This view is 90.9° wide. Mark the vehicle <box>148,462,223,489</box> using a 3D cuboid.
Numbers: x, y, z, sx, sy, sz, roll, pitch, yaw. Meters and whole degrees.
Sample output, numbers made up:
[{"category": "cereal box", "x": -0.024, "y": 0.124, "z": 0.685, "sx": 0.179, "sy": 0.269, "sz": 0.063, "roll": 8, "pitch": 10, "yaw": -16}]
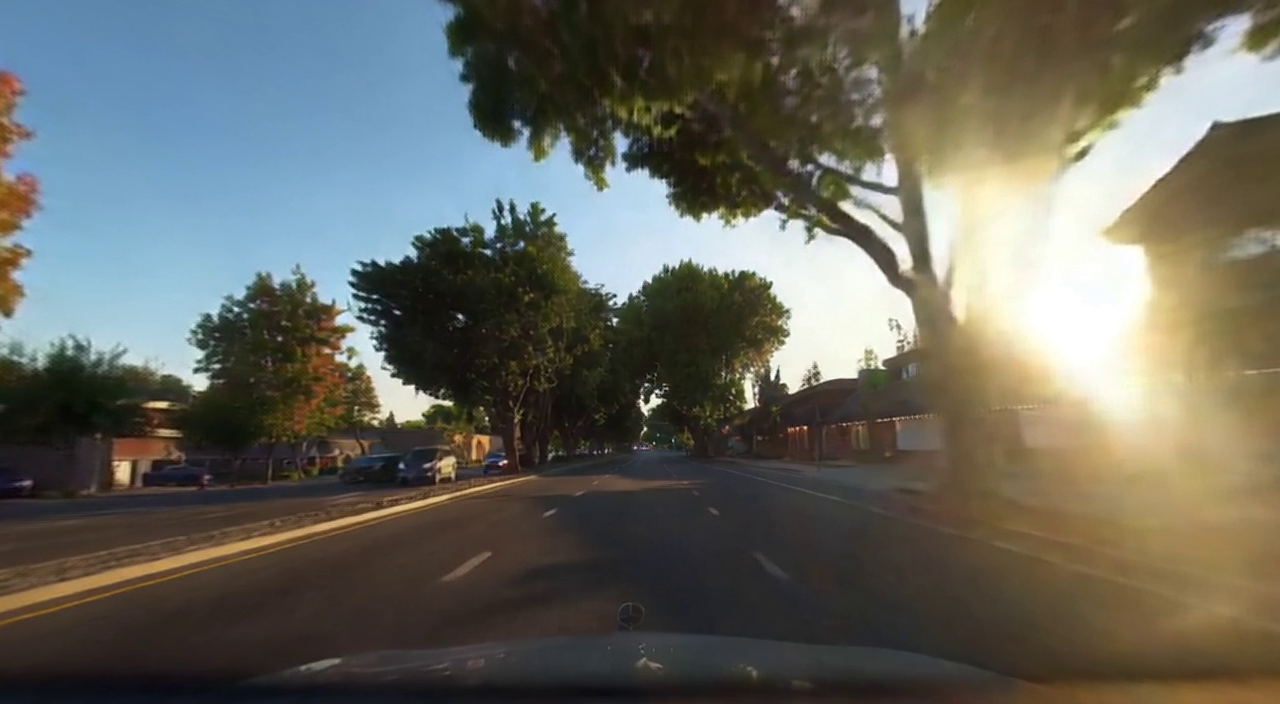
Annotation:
[{"category": "vehicle", "x": -30.884, "y": 8.363, "z": 43.004, "sx": 1.903, "sy": 1.517, "sz": 4.497, "roll": -3, "pitch": -8, "yaw": -3}]

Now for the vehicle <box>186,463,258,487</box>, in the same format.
[{"category": "vehicle", "x": -28.486, "y": 8.361, "z": 43.138, "sx": 1.865, "sy": 1.391, "sz": 4.516, "roll": 0, "pitch": -8, "yaw": 0}]

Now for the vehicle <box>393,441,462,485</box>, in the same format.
[{"category": "vehicle", "x": -9.736, "y": 5.090, "z": 29.190, "sx": 2.012, "sy": 1.756, "sz": 4.268, "roll": -2, "pitch": -8, "yaw": -4}]
